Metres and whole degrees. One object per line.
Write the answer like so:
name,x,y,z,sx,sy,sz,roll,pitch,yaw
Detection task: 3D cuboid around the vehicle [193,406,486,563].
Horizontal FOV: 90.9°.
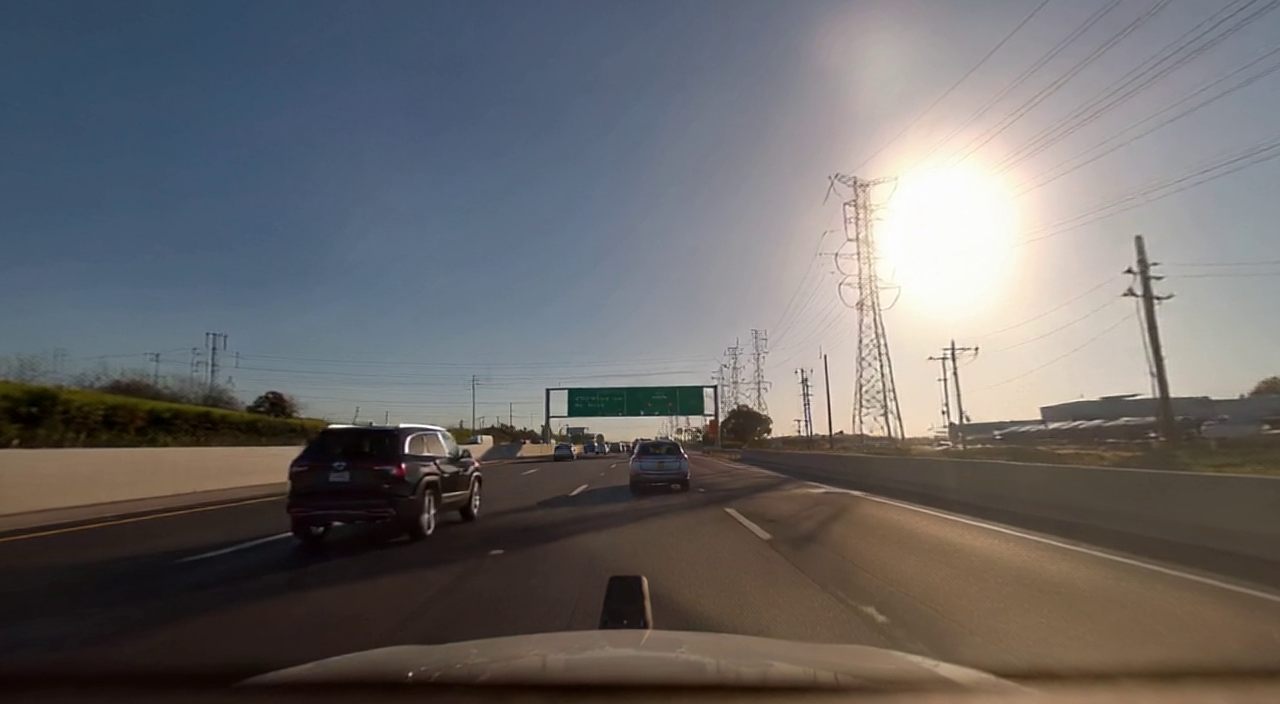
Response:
vehicle,-3.941,1.814,9.375,2.125,1.764,4.393,0,-8,1

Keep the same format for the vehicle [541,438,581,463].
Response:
vehicle,-5.909,7.439,47.800,2.220,1.841,4.516,0,-8,2

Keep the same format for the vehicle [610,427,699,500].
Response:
vehicle,0.352,2.970,17.221,2.134,1.733,4.049,0,-8,0
